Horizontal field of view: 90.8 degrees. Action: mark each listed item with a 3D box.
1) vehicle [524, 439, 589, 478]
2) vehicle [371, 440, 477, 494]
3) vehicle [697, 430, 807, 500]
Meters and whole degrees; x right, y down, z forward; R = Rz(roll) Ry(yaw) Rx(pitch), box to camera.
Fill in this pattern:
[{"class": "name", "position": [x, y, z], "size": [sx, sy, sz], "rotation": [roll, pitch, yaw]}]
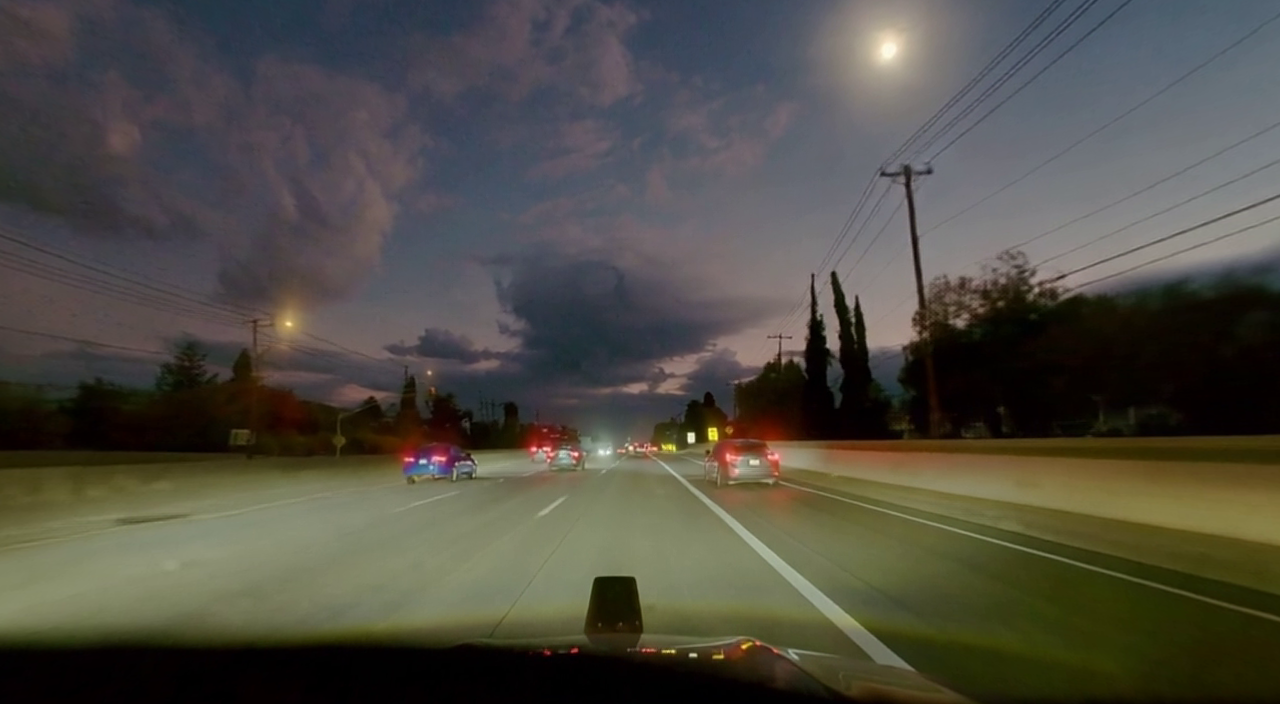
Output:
[{"class": "vehicle", "position": [-3.419, 4.475, 26.743], "size": [2.066, 1.488, 4.377], "rotation": [0, -8, 1]}, {"class": "vehicle", "position": [-6.641, 3.554, 19.942], "size": [1.903, 1.482, 4.180], "rotation": [0, -8, 0]}, {"class": "vehicle", "position": [2.881, 3.021, 17.348], "size": [2.100, 1.659, 4.387], "rotation": [0, -8, -1]}]
